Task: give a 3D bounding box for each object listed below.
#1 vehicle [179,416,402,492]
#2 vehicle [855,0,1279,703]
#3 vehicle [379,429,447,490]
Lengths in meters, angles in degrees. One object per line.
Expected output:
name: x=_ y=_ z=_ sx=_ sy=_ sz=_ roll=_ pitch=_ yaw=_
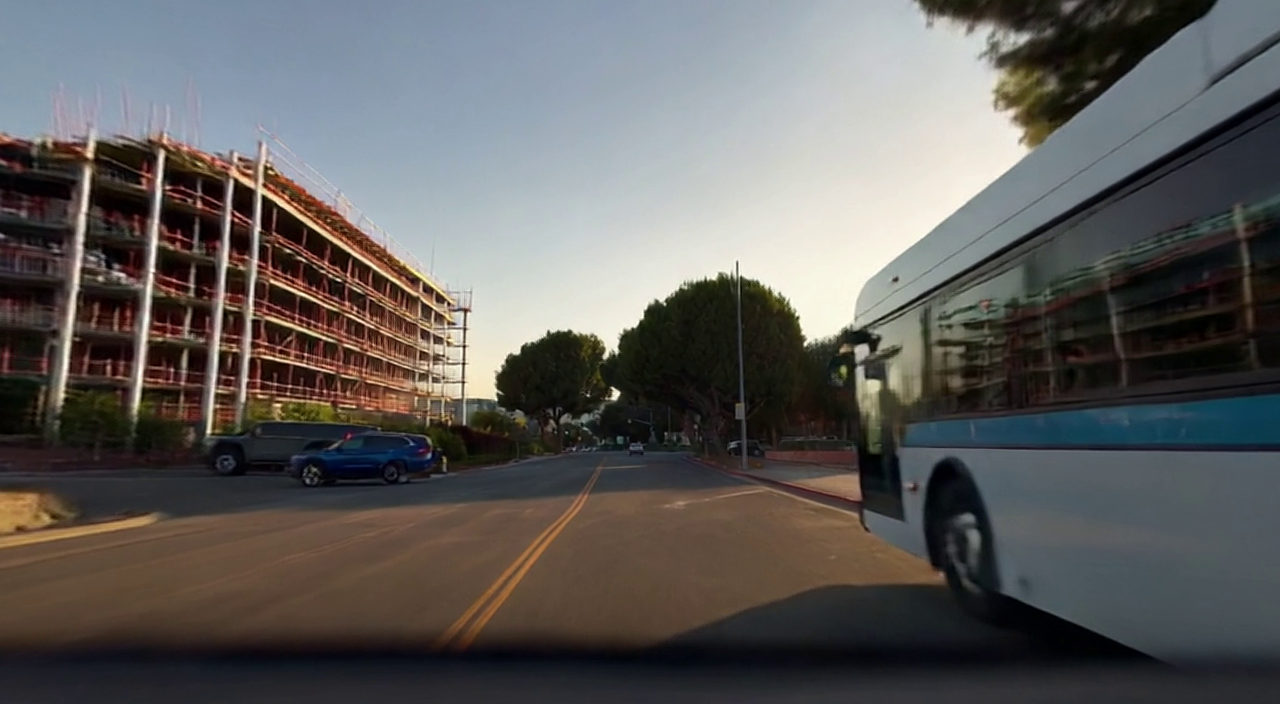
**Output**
vehicle: x=-13.723 y=4.111 z=25.501 sx=7.067 sy=2.785 sz=2.980 roll=2 pitch=-9 yaw=-9
vehicle: x=3.830 y=-0.204 z=1.079 sx=3.040 sy=3.424 sz=12.508 roll=0 pitch=-9 yaw=2
vehicle: x=-8.307 y=3.909 z=23.295 sx=1.515 sy=2.074 sz=2.668 roll=0 pitch=-8 yaw=-1
